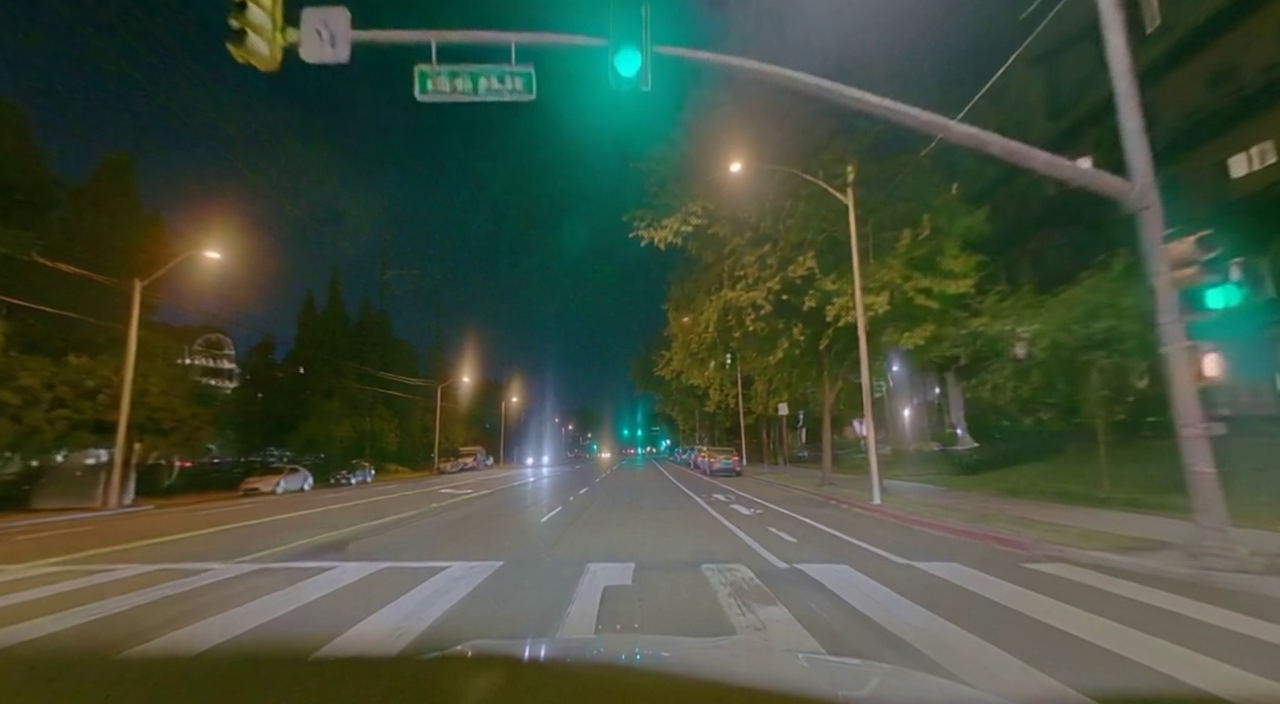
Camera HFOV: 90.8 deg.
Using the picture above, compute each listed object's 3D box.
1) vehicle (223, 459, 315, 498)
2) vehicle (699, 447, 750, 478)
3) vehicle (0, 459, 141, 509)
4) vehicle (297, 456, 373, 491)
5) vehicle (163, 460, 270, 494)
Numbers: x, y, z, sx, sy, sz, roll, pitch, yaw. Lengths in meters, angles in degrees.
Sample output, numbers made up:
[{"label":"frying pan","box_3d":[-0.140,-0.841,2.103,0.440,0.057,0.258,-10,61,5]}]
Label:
[{"label":"vehicle","box_3d":[-17.822,6.079,30.636,1.896,1.661,4.191,-1,-9,0]},{"label":"vehicle","box_3d":[4.392,5.846,33.672,1.927,1.523,4.668,0,-9,-2]},{"label":"vehicle","box_3d":[-23.274,5.249,25.384,4.488,1.810,2.003,1,-9,-9]},{"label":"vehicle","box_3d":[-17.839,7.100,37.259,2.105,1.734,4.673,-4,-8,1]},{"label":"vehicle","box_3d":[-23.628,6.964,35.354,4.670,1.486,1.864,-4,-9,1]}]
